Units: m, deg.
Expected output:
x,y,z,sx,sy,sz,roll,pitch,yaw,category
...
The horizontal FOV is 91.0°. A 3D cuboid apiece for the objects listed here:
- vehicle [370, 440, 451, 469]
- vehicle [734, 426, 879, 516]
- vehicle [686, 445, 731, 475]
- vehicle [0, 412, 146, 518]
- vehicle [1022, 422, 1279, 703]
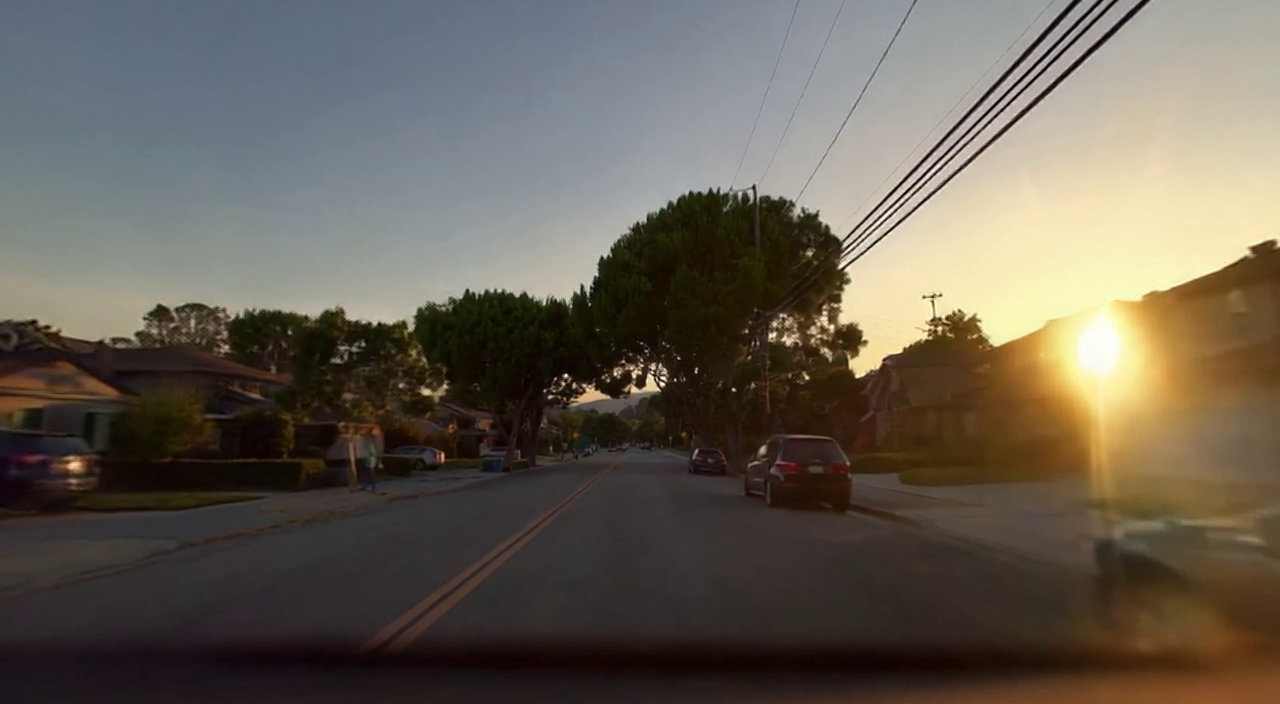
x,y,z,sx,sy,sz,roll,pitch,yaw,category
-15.742,7.050,43.351,4.882,1.777,2.025,-2,-9,-2,vehicle
3.737,2.777,15.231,2.039,1.780,4.884,0,-9,-2,vehicle
3.694,5.890,34.714,1.897,1.521,4.835,0,-9,-1,vehicle
-14.469,2.406,13.589,5.707,2.050,2.260,-1,-9,2,vehicle
3.802,0.988,2.271,1.949,1.505,4.483,0,-9,-1,vehicle
